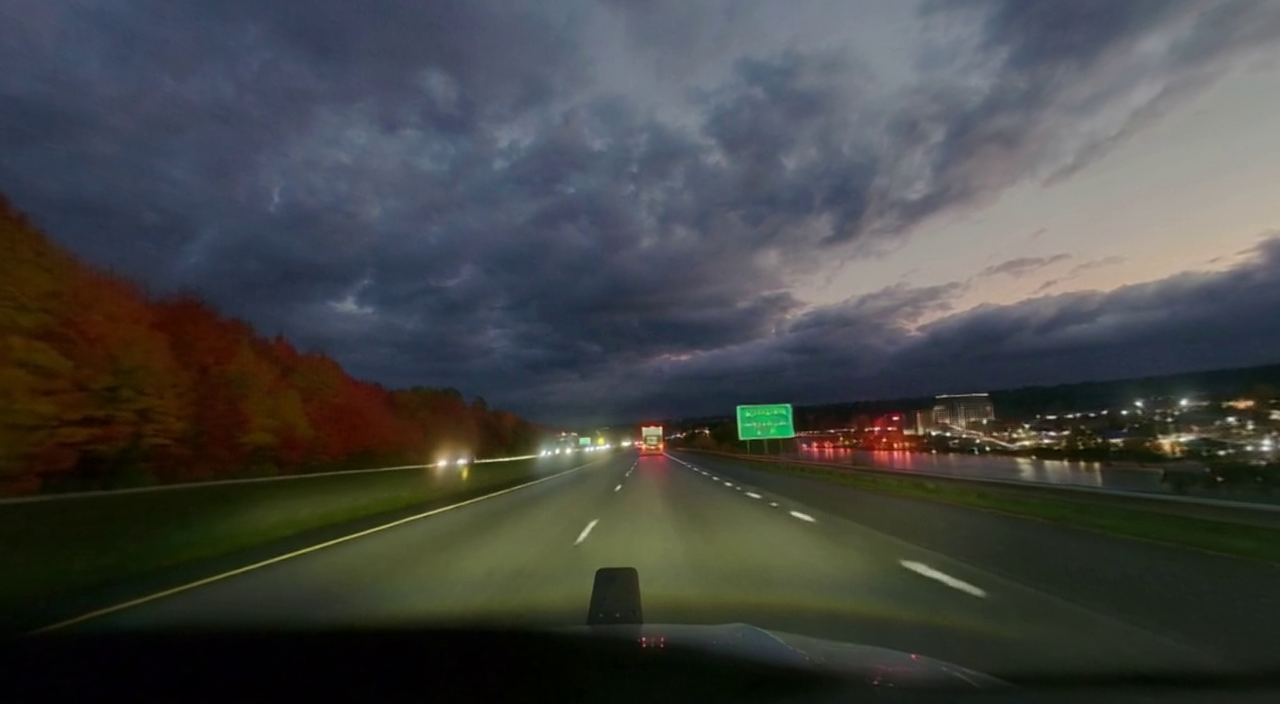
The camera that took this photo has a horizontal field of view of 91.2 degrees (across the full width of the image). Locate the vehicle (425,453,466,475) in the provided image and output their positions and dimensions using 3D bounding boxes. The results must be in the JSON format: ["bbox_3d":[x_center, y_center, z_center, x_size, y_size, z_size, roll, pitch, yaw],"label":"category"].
[{"bbox_3d":[-14.769,8.507,47.793,1.808,1.507,3.965,-1,-9,1],"label":"vehicle"}]
